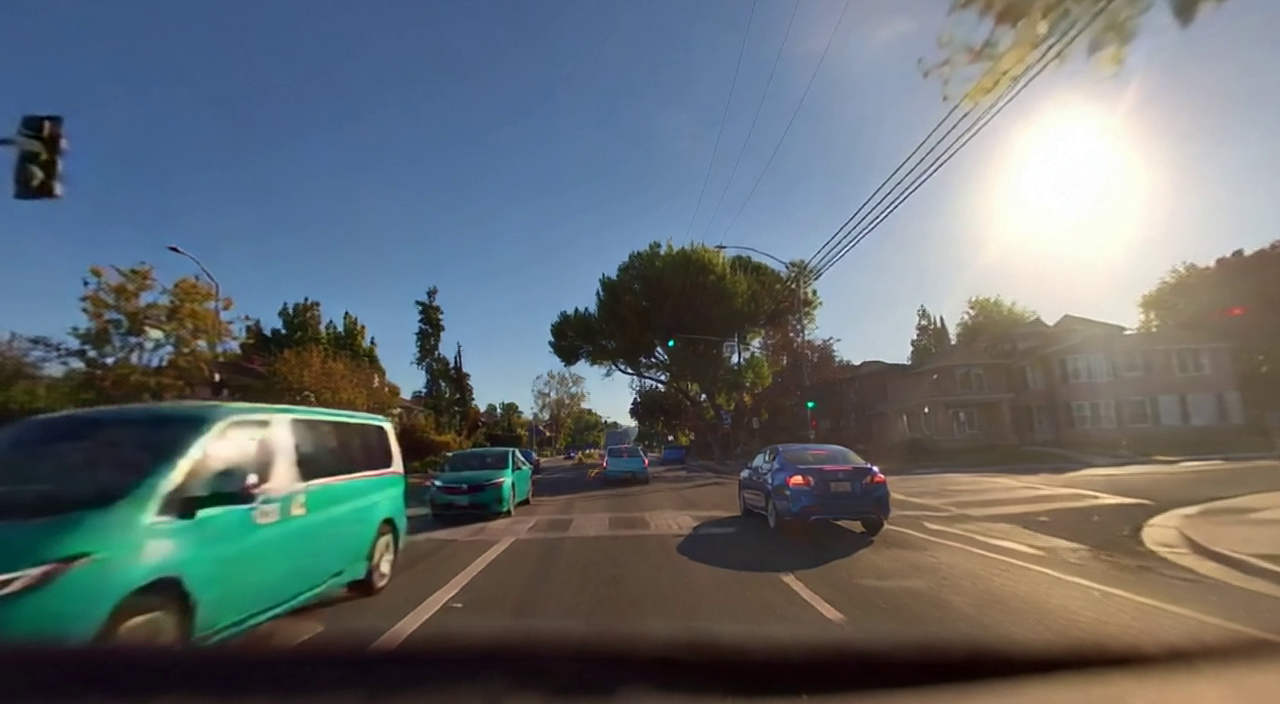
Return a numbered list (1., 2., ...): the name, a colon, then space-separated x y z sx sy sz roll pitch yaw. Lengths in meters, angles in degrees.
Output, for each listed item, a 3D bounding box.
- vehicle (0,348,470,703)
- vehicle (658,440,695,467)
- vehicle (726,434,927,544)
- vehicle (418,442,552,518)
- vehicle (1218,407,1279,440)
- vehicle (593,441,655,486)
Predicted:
1. vehicle: -3.152 1.248 5.243 2.083 1.741 5.530 0 -8 -1
2. vehicle: 2.657 7.562 47.287 2.187 1.847 4.553 0 -8 -3
3. vehicle: 2.811 2.169 10.753 1.973 1.447 4.402 0 -8 -2
4. vehicle: -3.368 2.854 14.769 2.096 1.472 4.618 0 -8 -2
5. vehicle: 33.521 3.874 33.680 1.891 1.644 3.671 0 -8 1
6. vehicle: -0.613 4.091 23.515 2.114 1.483 4.207 0 -8 -2
